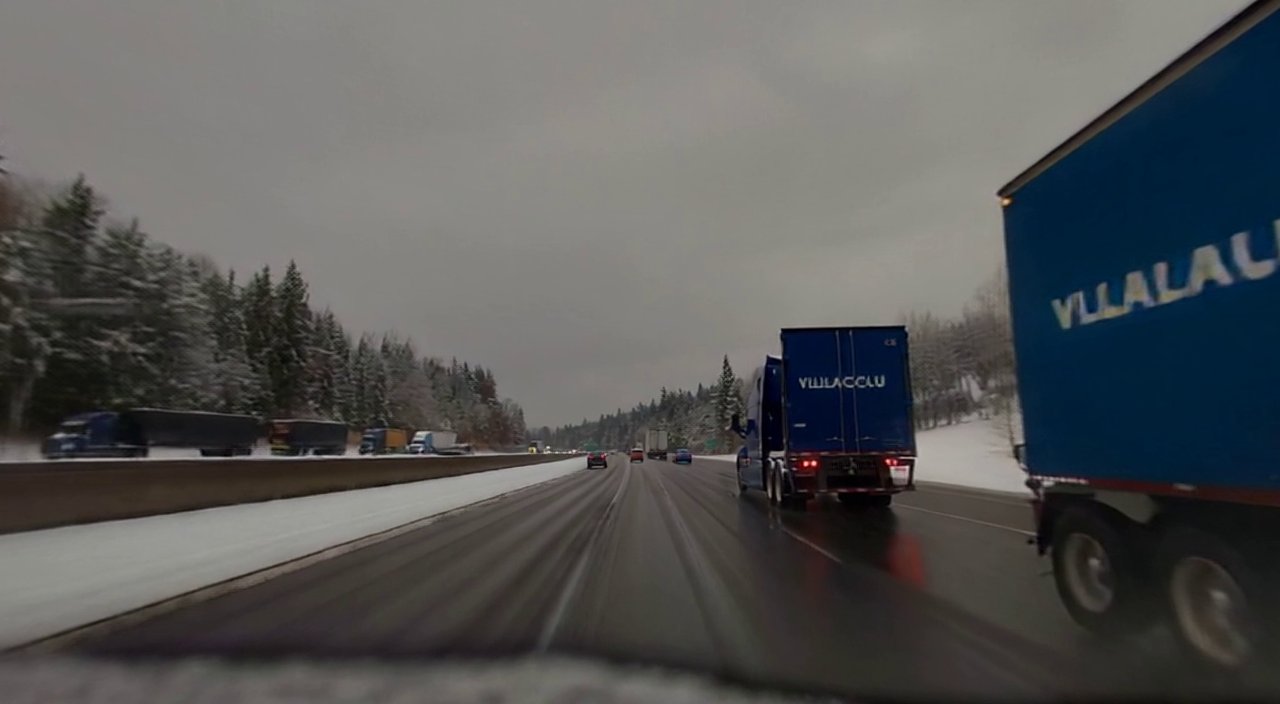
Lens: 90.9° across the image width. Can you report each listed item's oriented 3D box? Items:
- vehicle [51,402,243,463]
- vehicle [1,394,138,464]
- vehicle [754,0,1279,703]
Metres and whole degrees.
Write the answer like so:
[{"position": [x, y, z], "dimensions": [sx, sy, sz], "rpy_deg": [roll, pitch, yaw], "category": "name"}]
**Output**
[{"position": [-37.060, 6.350, 48.764], "dimensions": [2.867, 4.022, 14.159], "rpy_deg": [0, -8, 3], "category": "vehicle"}, {"position": [-37.454, 5.186, 41.698], "dimensions": [2.960, 4.244, 5.861], "rpy_deg": [0, -9, 5], "category": "vehicle"}, {"position": [4.444, 0.654, 8.770], "dimensions": [2.847, 4.075, 14.244], "rpy_deg": [0, -9, -1], "category": "vehicle"}]
